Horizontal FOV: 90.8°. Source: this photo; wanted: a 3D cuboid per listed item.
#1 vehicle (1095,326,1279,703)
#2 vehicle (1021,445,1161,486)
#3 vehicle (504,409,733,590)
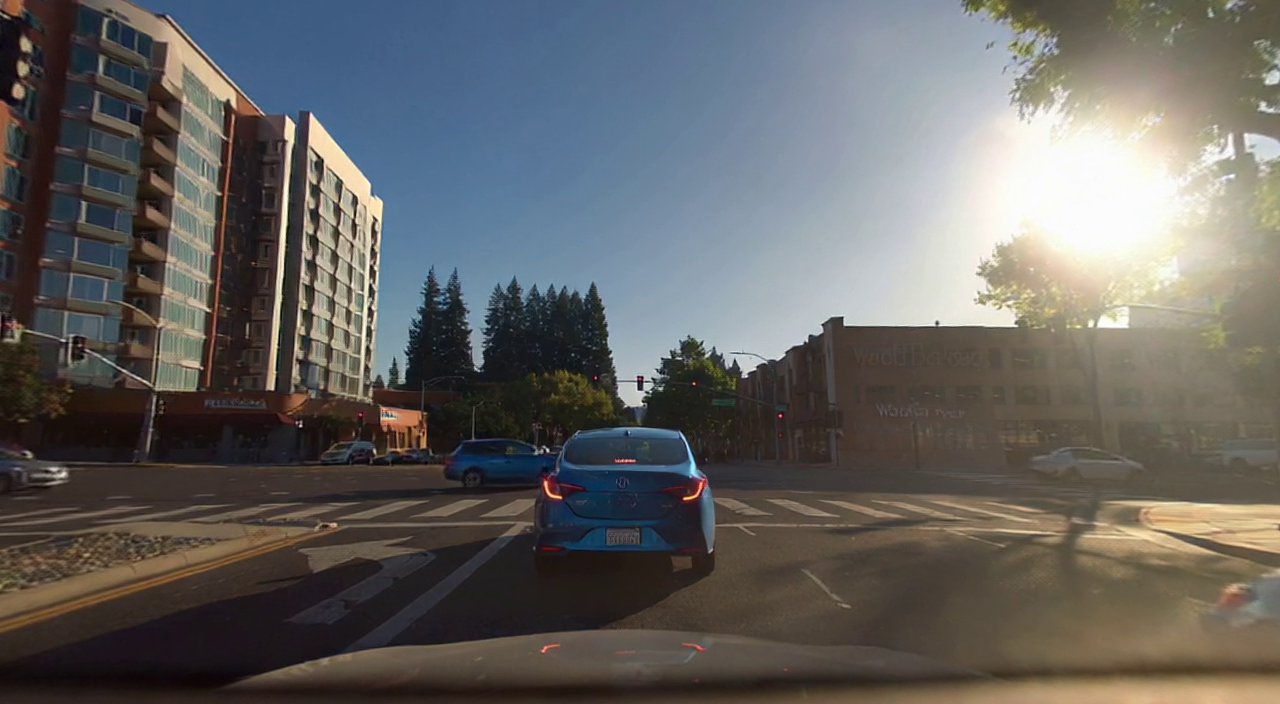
[{"bbox_3d":[3.379,0.607,0.858,1.995,1.787,4.810,2,-8,1],"label":"vehicle"},{"bbox_3d":[20.278,5.101,28.530,4.912,1.731,2.022,1,-8,-6],"label":"vehicle"},{"bbox_3d":[-0.226,1.623,7.758,2.066,1.618,3.922,0,-8,-1],"label":"vehicle"}]
